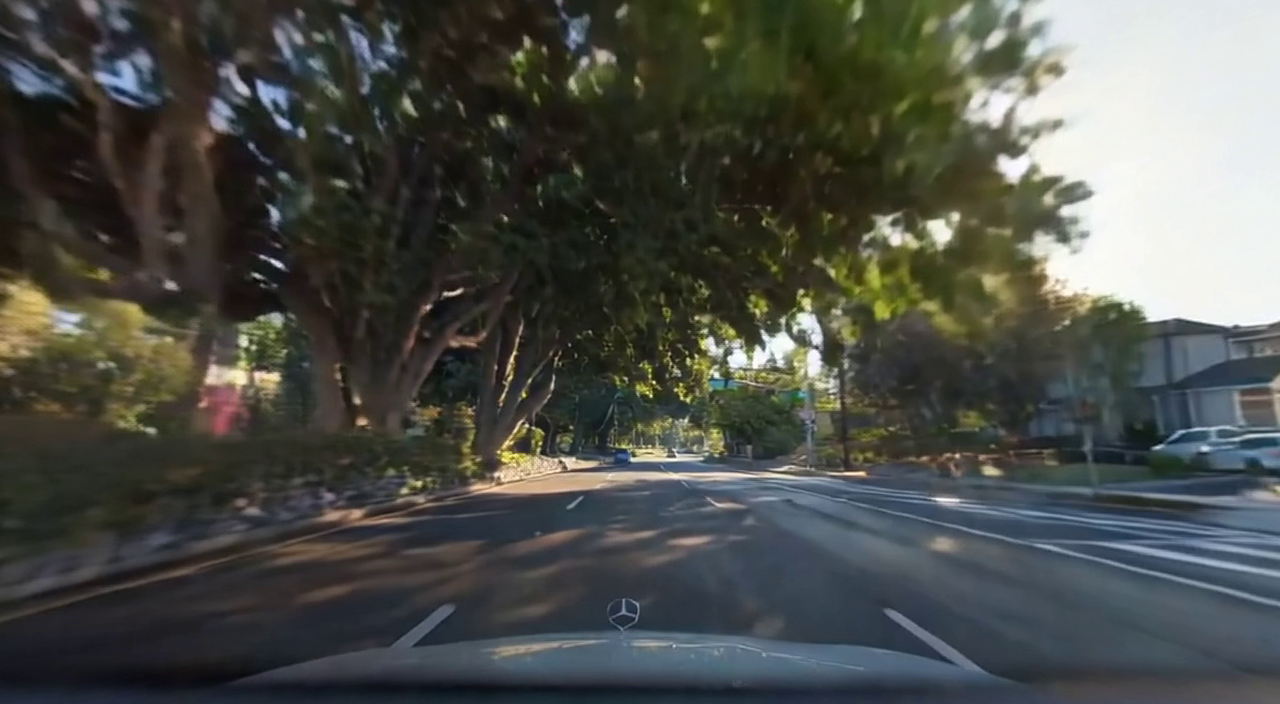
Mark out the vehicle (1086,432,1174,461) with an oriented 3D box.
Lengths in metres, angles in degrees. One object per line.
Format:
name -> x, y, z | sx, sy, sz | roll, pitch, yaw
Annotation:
vehicle -> 30.072, 5.819, 38.840 | 3.796, 1.461, 1.695 | -4, -9, 6
